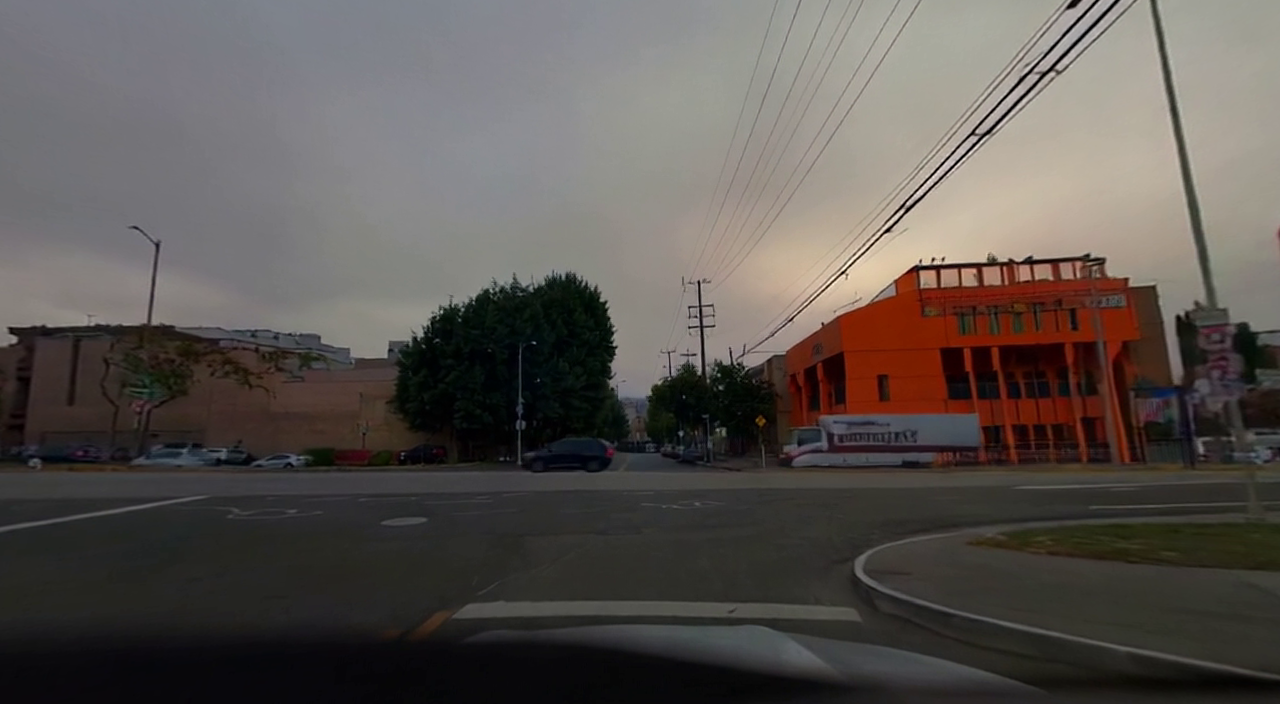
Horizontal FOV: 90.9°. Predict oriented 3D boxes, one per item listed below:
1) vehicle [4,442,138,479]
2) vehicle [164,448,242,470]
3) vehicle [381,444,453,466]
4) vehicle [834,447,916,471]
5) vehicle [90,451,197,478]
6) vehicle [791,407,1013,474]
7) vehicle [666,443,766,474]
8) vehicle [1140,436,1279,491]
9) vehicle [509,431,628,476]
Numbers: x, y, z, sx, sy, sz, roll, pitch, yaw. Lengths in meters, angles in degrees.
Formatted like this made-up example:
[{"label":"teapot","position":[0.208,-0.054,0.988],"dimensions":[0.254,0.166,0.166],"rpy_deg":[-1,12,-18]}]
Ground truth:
[{"label":"vehicle","position":[-28.537,5.433,31.744],"dimensions":[4.689,1.803,1.958],"rpy_deg":[0,-8,-2]},{"label":"vehicle","position":[-34.282,8.393,49.539],"dimensions":[4.674,1.716,1.860],"rpy_deg":[0,-8,-1]},{"label":"vehicle","position":[-17.377,8.049,49.276],"dimensions":[4.952,1.662,1.935],"rpy_deg":[0,-8,-2]},{"label":"vehicle","position":[14.705,6.720,39.575],"dimensions":[4.400,1.419,1.711],"rpy_deg":[0,-8,-3]},{"label":"vehicle","position":[-30.242,6.849,38.465],"dimensions":[4.869,1.517,1.819],"rpy_deg":[0,-8,-2]},{"label":"vehicle","position":[17.949,6.130,43.656],"dimensions":[14.239,4.056,2.970],"rpy_deg":[2,-8,-4]},{"label":"vehicle","position":[3.851,5.473,32.510],"dimensions":[4.855,1.493,1.831],"rpy_deg":[1,-8,-3]},{"label":"vehicle","position":[17.564,3.197,18.253],"dimensions":[4.645,1.464,2.033],"rpy_deg":[1,-8,-7]},{"label":"vehicle","position":[-3.178,4.627,28.879],"dimensions":[5.213,1.960,2.099],"rpy_deg":[0,-8,-2]}]
